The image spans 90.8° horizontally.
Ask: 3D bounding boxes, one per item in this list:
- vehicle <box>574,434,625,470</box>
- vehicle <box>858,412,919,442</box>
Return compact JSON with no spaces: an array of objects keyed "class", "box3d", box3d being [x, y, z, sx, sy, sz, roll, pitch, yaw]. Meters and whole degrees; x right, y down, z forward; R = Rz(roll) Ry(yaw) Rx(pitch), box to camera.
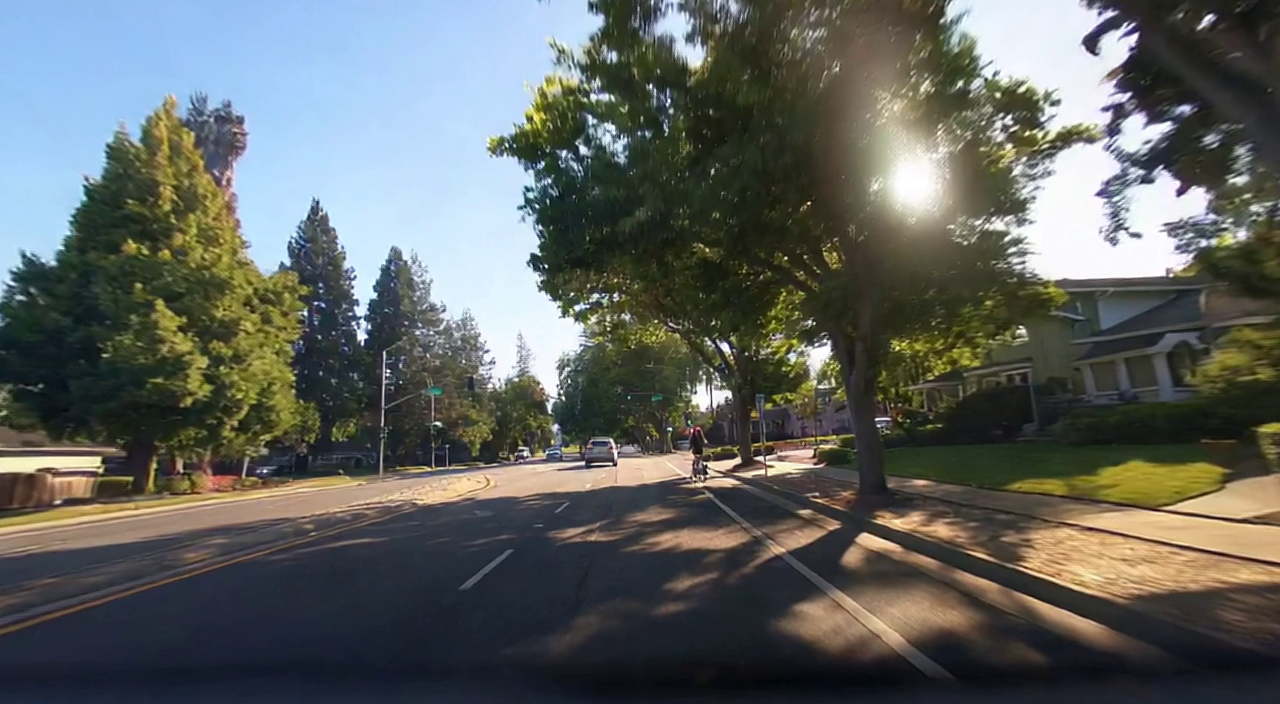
[{"class":"vehicle","box3d":[-2.102,5.320,33.799,2.215,1.799,4.426,-1,-8,3]},{"class":"vehicle","box3d":[15.273,4.694,39.120,1.982,1.705,4.677,-1,-9,2]}]
